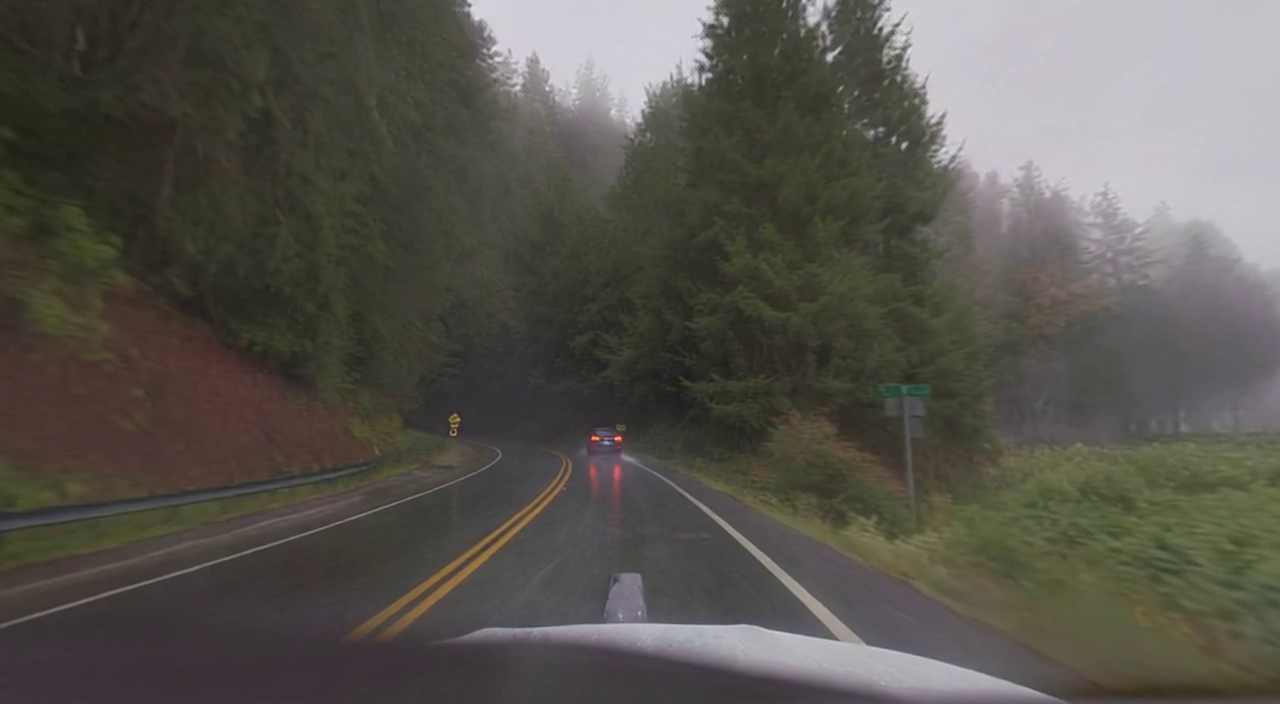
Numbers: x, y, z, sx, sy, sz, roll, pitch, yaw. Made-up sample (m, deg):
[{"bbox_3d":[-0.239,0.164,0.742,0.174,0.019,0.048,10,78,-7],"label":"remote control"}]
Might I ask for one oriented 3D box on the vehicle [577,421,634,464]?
[{"bbox_3d":[-1.869,4.587,31.822,2.469,1.953,5.605,1,-9,-7],"label":"vehicle"}]
